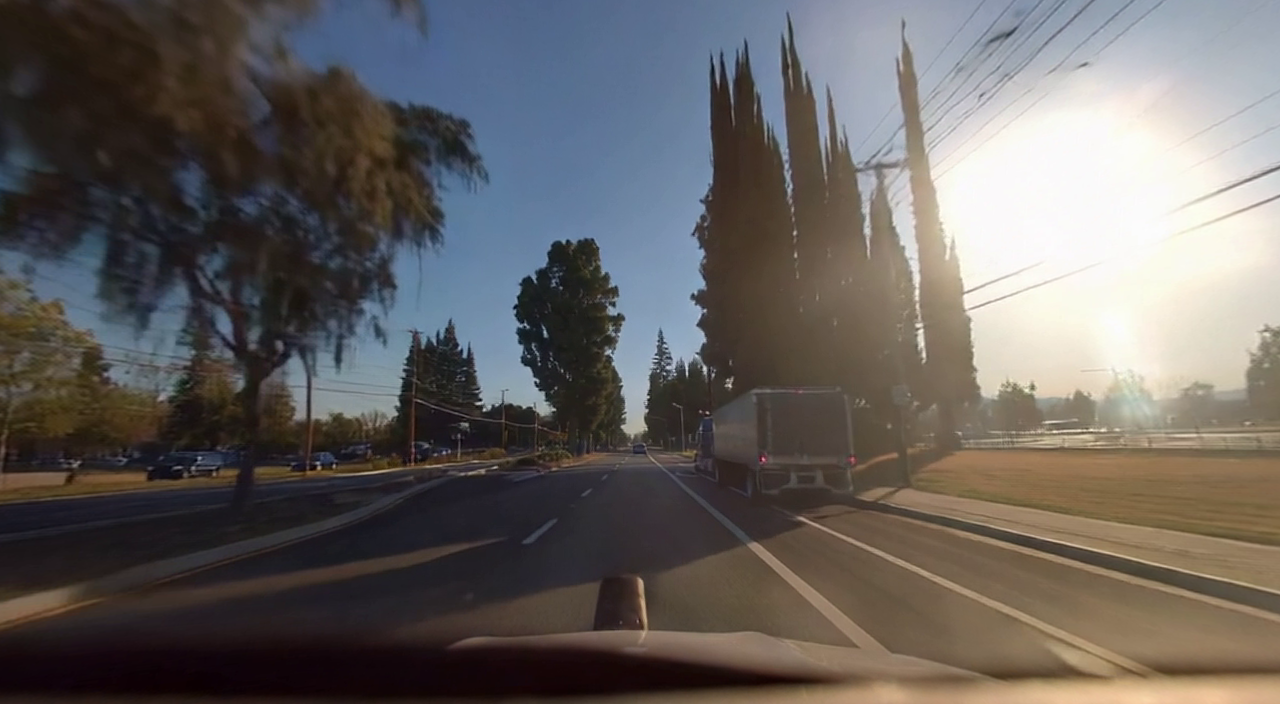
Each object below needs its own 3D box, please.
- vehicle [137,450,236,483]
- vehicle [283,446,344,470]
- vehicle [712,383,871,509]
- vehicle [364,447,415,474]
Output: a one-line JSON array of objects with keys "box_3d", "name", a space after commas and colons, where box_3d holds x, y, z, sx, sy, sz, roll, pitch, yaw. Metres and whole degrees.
[{"box_3d": [-25.599, 6.437, 35.760, 1.950, 1.658, 4.576, 0, -9, 5], "name": "vehicle"}, {"box_3d": [-25.545, 8.283, 49.432, 2.020, 1.763, 4.637, -1, -9, 5], "name": "vehicle"}, {"box_3d": [3.897, 2.696, 18.119, 2.706, 2.880, 7.117, 0, -9, -1], "name": "vehicle"}, {"box_3d": [-18.690, 8.087, 47.111, 1.948, 1.844, 4.235, 0, -9, 1], "name": "vehicle"}]
